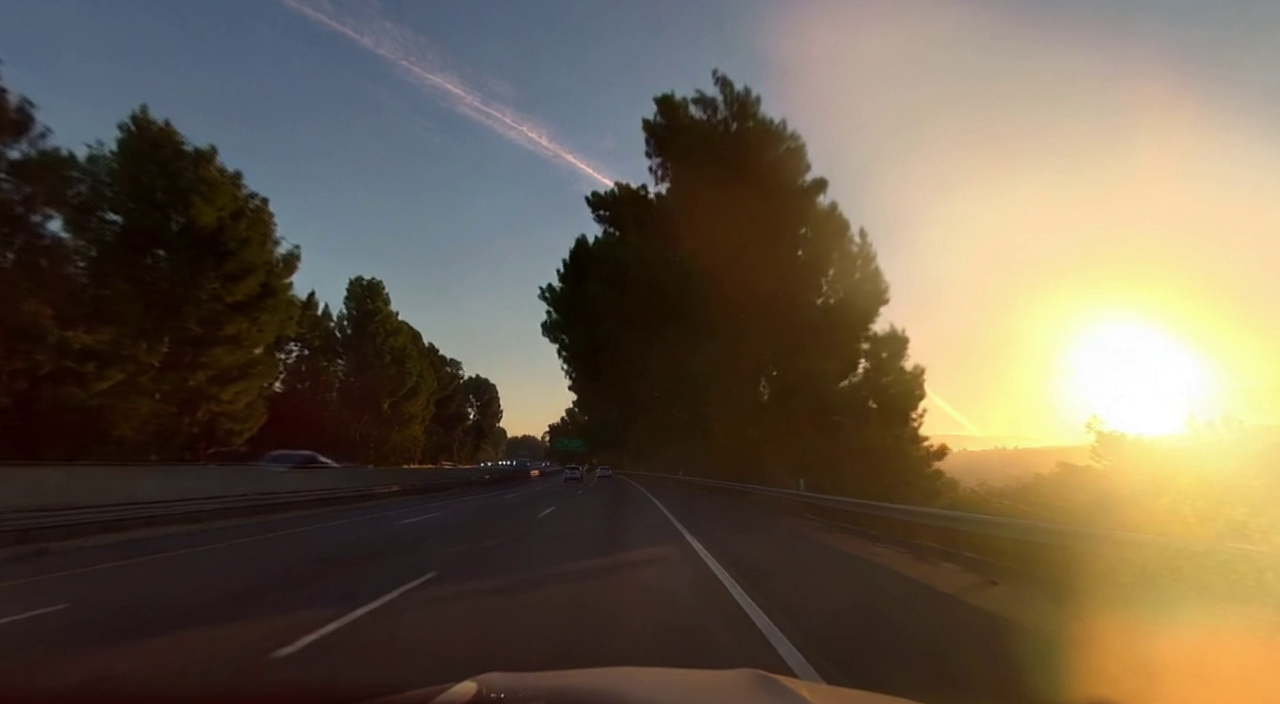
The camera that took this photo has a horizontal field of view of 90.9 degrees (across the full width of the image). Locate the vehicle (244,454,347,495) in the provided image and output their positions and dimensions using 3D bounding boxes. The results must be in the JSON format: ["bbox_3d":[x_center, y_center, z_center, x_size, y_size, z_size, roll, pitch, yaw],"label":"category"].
[{"bbox_3d":[-13.460,4.826,24.897,1.853,1.426,3.982,1,-11,-1],"label":"vehicle"}]

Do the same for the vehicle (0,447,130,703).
[{"bbox_3d":[-4.699,0.975,1.942,2.131,1.485,4.858,1,-11,0],"label":"vehicle"}]
